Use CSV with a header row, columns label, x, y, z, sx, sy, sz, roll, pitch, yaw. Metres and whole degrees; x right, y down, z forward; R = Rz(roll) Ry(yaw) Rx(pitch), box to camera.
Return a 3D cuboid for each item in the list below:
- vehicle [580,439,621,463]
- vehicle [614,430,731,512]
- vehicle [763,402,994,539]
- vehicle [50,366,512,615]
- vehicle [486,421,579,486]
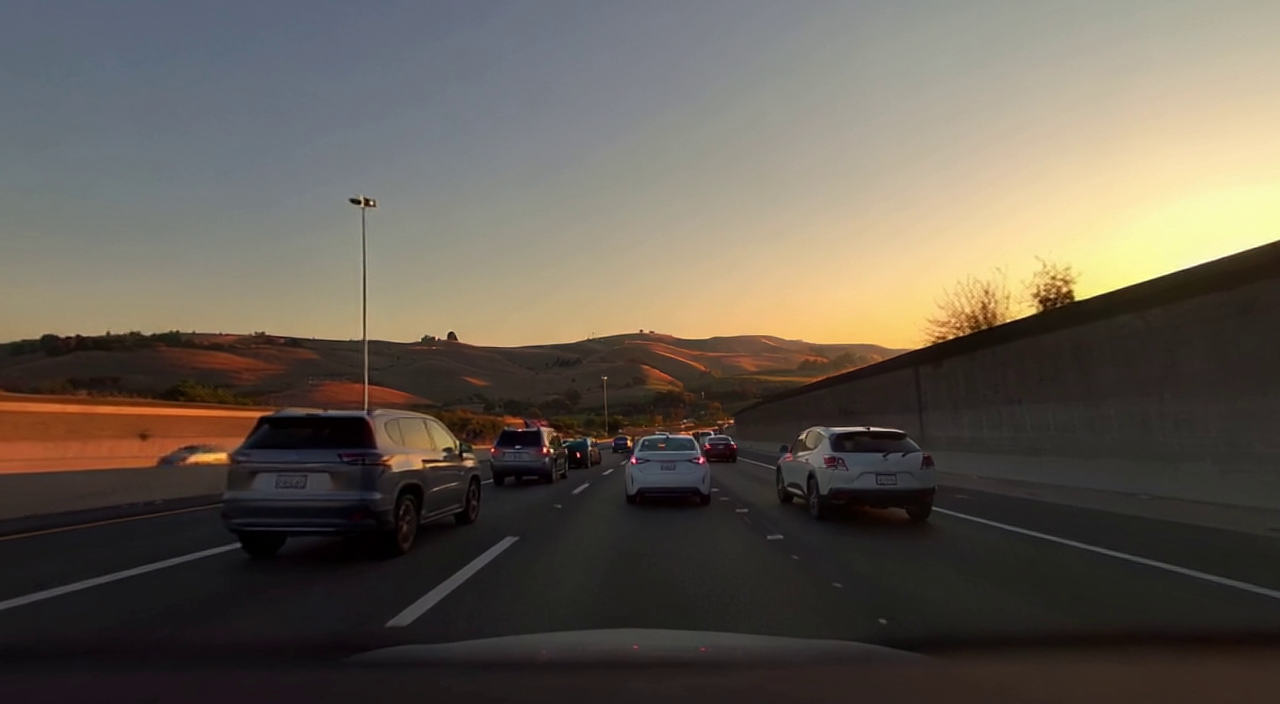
label,x,y,z,sx,sy,sz,roll,pitch,yaw
vehicle,-2.343,6.021,38.348,1.973,1.378,3.677,-1,-8,4
vehicle,0.607,2.457,13.571,2.105,1.471,4.349,0,-8,1
vehicle,3.528,1.860,10.484,2.046,1.765,4.534,0,-8,0
vehicle,-3.316,1.442,7.604,2.301,1.902,5.374,0,-8,1
vehicle,-3.253,3.207,20.209,1.997,1.806,5.002,0,-8,2
